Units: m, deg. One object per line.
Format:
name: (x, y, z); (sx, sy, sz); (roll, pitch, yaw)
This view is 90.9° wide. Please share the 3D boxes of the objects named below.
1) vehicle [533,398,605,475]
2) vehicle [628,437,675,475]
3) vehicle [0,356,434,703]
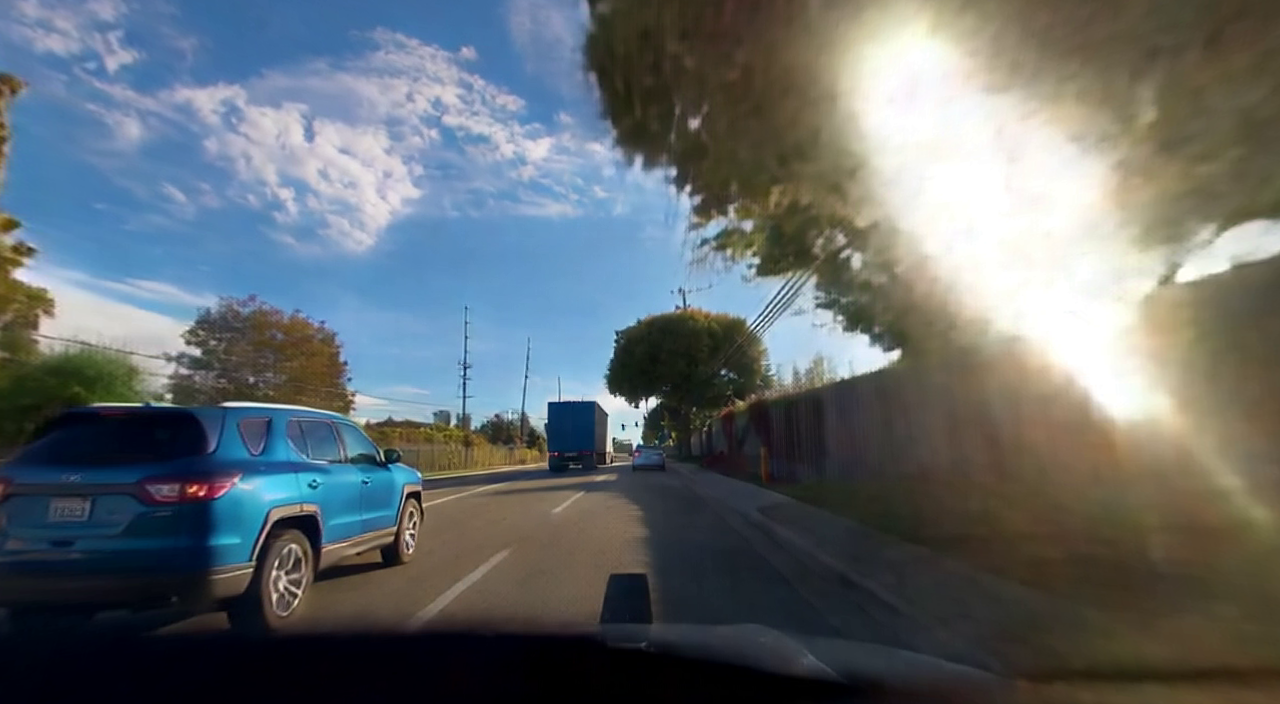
vehicle: (-3.626, 4.724, 34.694); (2.928, 3.658, 8.980); (0, -8, 0)
vehicle: (0.565, 5.122, 31.208); (2.174, 1.749, 4.113); (0, -8, 1)
vehicle: (-3.588, 1.264, 5.318); (2.093, 1.832, 4.508); (0, -9, 1)
